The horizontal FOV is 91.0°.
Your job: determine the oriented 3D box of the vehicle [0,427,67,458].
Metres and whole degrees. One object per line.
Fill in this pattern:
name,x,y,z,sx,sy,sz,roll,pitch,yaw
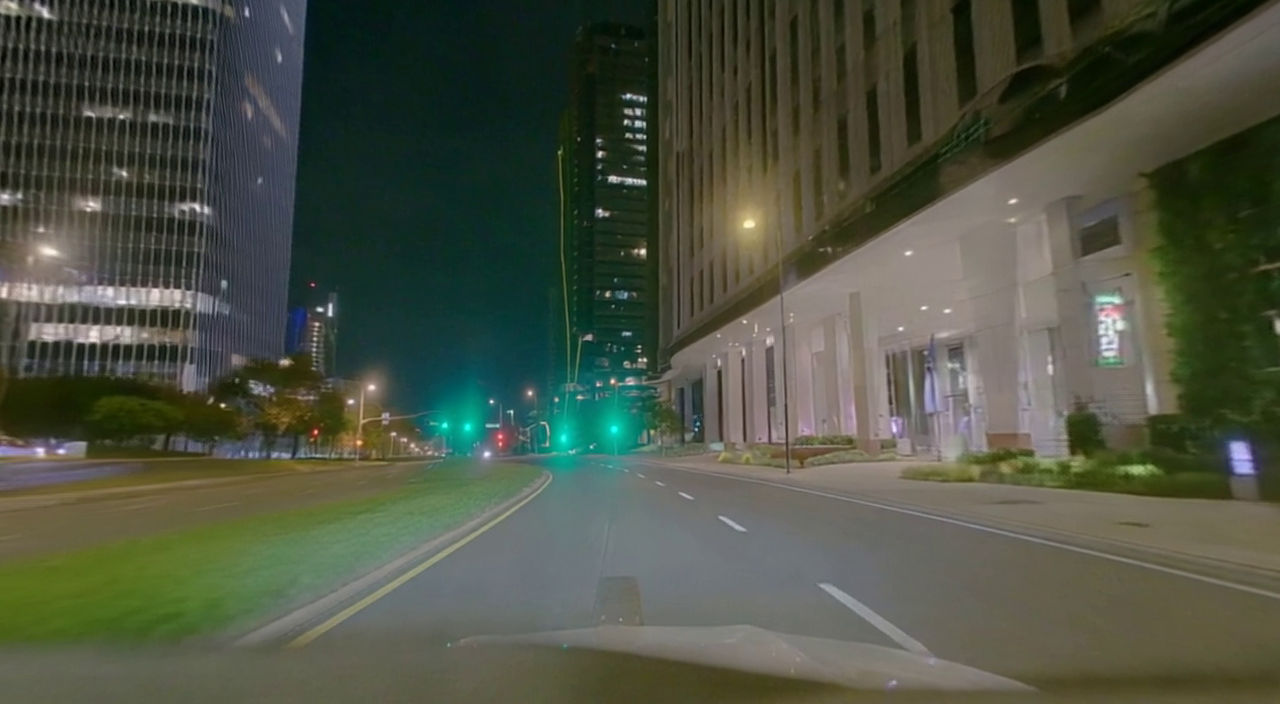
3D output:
vehicle,-31.680,4.497,31.155,4.499,1.476,1.927,1,-9,-7
